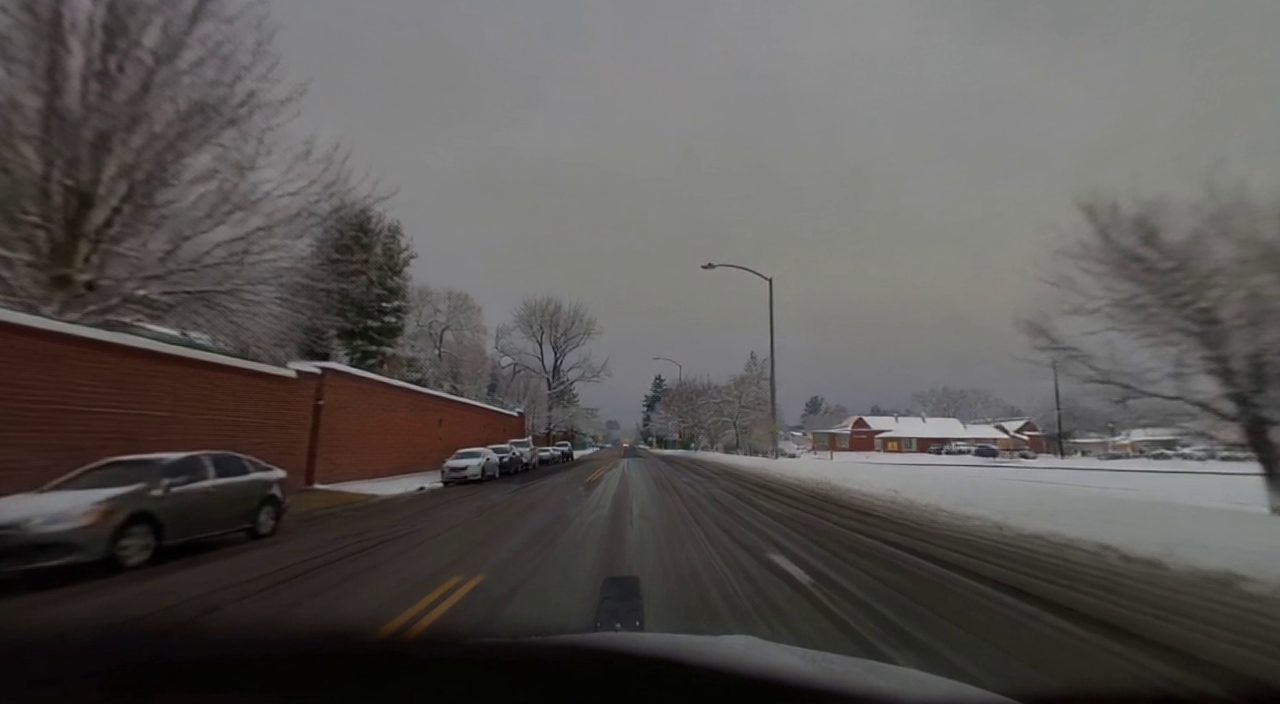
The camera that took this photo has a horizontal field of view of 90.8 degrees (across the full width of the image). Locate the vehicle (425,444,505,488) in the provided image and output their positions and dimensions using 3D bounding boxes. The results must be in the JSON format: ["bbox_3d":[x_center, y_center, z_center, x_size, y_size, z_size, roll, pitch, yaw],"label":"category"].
[{"bbox_3d":[-6.946,4.528,25.562,1.989,1.485,4.218,2,-7,0],"label":"vehicle"}]

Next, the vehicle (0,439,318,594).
[{"bbox_3d":[-6.712,2.026,8.905,1.929,1.491,4.642,3,-8,-1],"label":"vehicle"}]
